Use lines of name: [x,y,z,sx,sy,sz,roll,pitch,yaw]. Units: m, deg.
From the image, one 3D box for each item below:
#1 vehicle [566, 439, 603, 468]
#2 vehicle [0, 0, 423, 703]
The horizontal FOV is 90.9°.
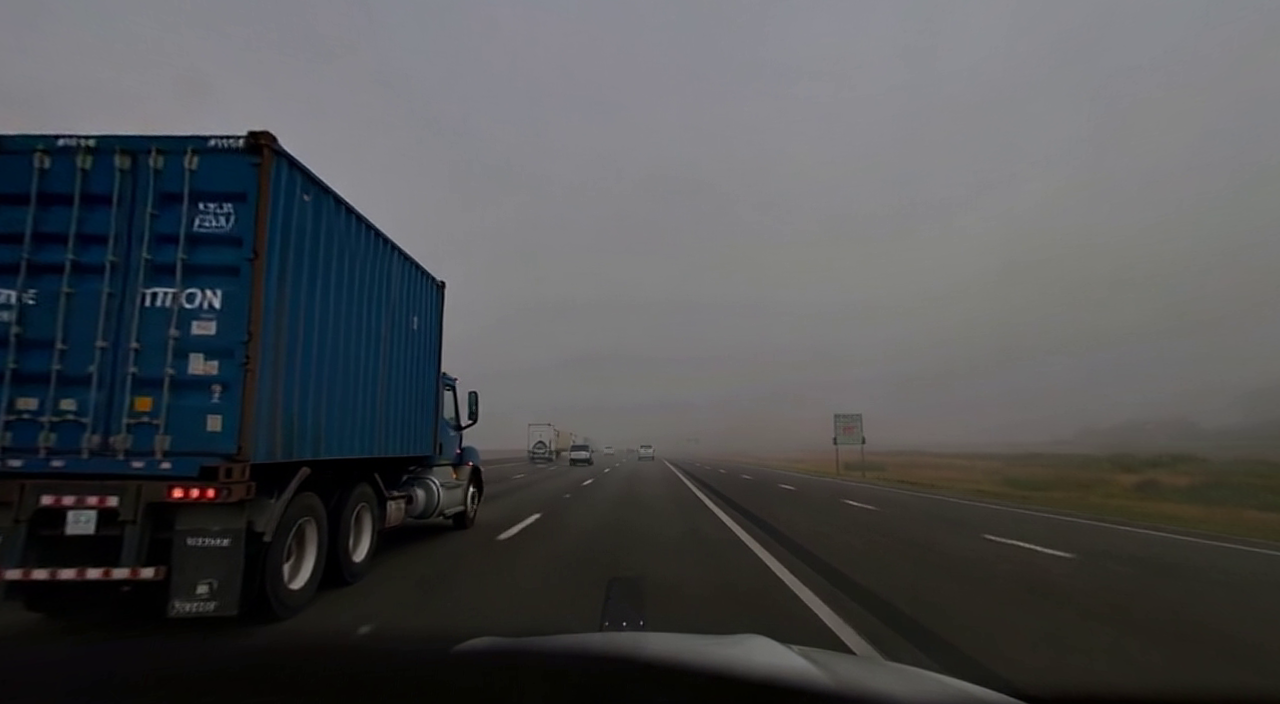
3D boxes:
vehicle: [-3.537,6.572,41.069,1.995,1.745,4.187,0,-8,1]
vehicle: [-4.103,-0.443,0.667,2.840,4.032,13.388,0,-9,1]
